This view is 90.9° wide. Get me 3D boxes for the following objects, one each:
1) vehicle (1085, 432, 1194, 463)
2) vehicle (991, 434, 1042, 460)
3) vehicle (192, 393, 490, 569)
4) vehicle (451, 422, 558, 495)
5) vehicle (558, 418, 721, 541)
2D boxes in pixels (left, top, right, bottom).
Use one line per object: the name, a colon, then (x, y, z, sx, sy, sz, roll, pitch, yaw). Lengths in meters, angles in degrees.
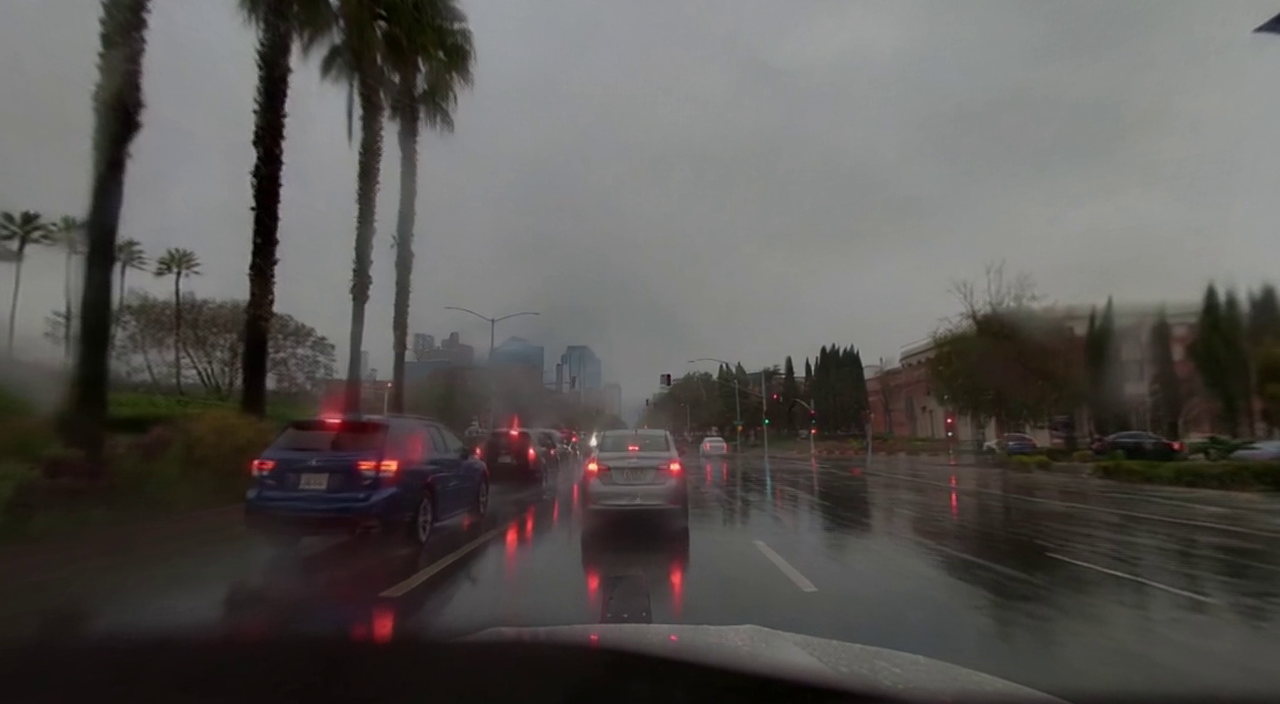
vehicle: (25.459, 4.893, 32.246, 3.914, 1.427, 1.779, -2, -8, 6)
vehicle: (26.018, 6.572, 43.638, 1.882, 1.672, 3.957, -2, -9, 14)
vehicle: (-3.507, 1.609, 8.546, 1.914, 1.741, 4.398, 0, -8, -1)
vehicle: (-3.427, 2.782, 16.764, 1.840, 1.684, 4.041, 0, -8, 1)
vehicle: (-0.030, 1.982, 10.398, 2.114, 1.585, 4.285, 0, -8, -1)
